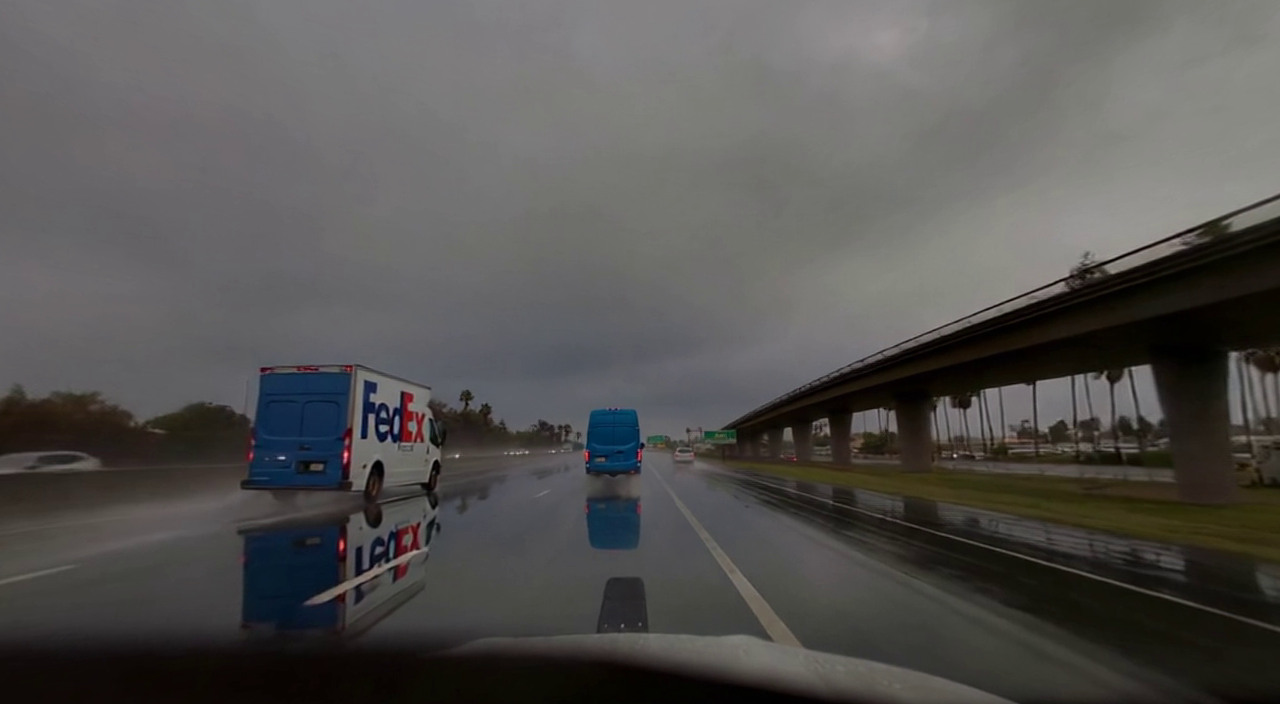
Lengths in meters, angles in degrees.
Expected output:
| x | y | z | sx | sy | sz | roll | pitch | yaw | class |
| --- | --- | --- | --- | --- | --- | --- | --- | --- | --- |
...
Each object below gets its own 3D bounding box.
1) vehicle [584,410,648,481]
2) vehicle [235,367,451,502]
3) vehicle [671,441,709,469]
| x | y | z | sx | sy | sz | roll | pitch | yaw | class |
| --- | --- | --- | --- | --- | --- | --- | --- | --- | --- |
| -0.913 | 4.102 | 27.564 | 2.476 | 2.776 | 5.598 | 0 | -9 | 1 | vehicle |
| -8.115 | 2.522 | 18.554 | 2.965 | 3.178 | 7.188 | 0 | -9 | -1 | vehicle |
| 3.135 | 6.521 | 39.930 | 1.987 | 1.648 | 3.984 | 0 | -9 | -1 | vehicle |
